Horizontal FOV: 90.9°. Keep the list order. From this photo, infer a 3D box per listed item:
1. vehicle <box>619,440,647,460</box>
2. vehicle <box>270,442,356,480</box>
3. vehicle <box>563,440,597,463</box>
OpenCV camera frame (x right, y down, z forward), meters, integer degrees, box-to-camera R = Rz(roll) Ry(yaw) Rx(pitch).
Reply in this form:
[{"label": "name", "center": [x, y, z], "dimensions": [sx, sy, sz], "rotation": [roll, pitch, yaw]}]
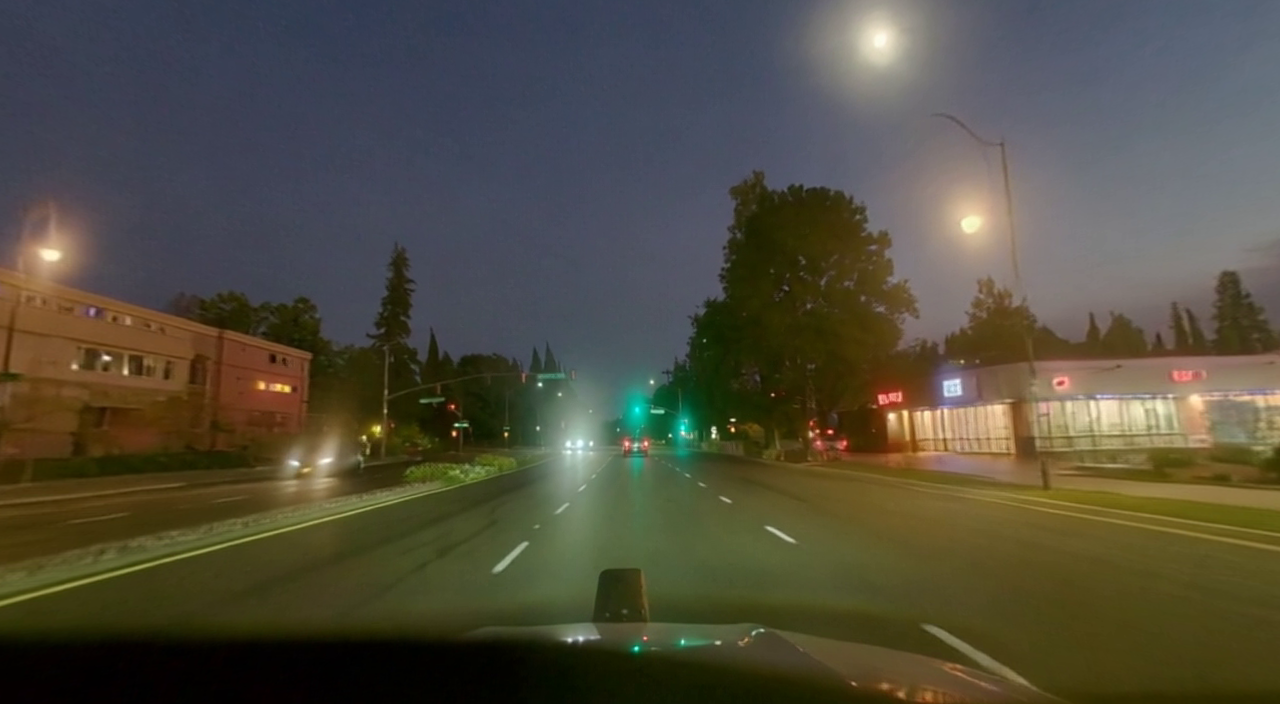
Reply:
[{"label": "vehicle", "center": [-0.582, 7.582, 48.972], "dimensions": [2.066, 1.482, 3.923], "rotation": [0, -9, -1]}, {"label": "vehicle", "center": [-15.794, 5.256, 30.749], "dimensions": [1.834, 1.694, 4.405], "rotation": [0, -8, 0]}, {"label": "vehicle", "center": [-3.999, 6.706, 42.673], "dimensions": [1.942, 1.497, 4.561], "rotation": [0, -9, -1]}]
